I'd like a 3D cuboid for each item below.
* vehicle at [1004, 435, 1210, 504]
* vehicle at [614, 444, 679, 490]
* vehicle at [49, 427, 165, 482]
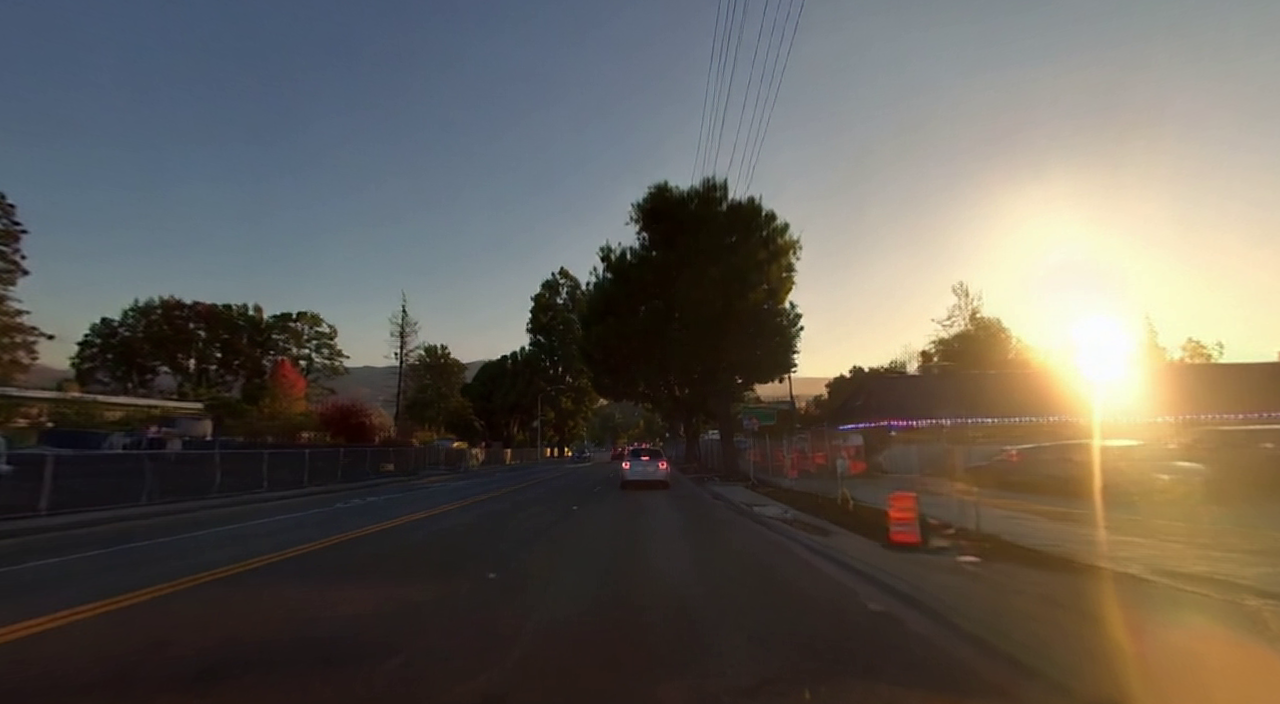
[{"bbox_3d":[11.685,2.948,16.215,1.970,1.501,4.514,0,-9,3],"label":"vehicle"},{"bbox_3d":[0.200,4.092,22.727,2.144,1.514,4.063,0,-9,0],"label":"vehicle"},{"bbox_3d":[-30.211,5.812,35.796,2.502,2.916,4.293,-1,-9,4],"label":"vehicle"}]
